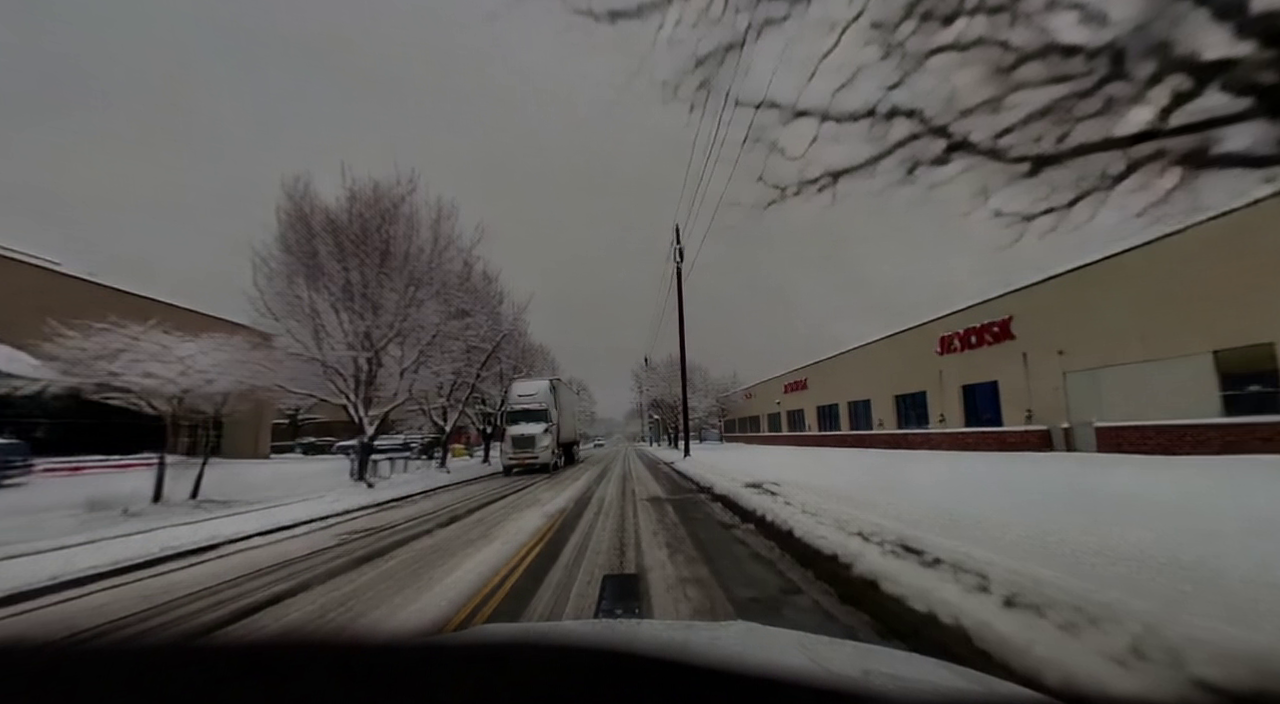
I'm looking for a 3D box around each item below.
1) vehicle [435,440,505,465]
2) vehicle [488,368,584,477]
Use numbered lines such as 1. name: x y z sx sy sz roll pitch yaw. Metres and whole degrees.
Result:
1. vehicle: -10.554 6.259 39.116 3.893 1.413 1.625 -1 -8 -1
2. vehicle: -5.288 4.046 35.489 2.976 4.754 15.127 -1 -7 0
